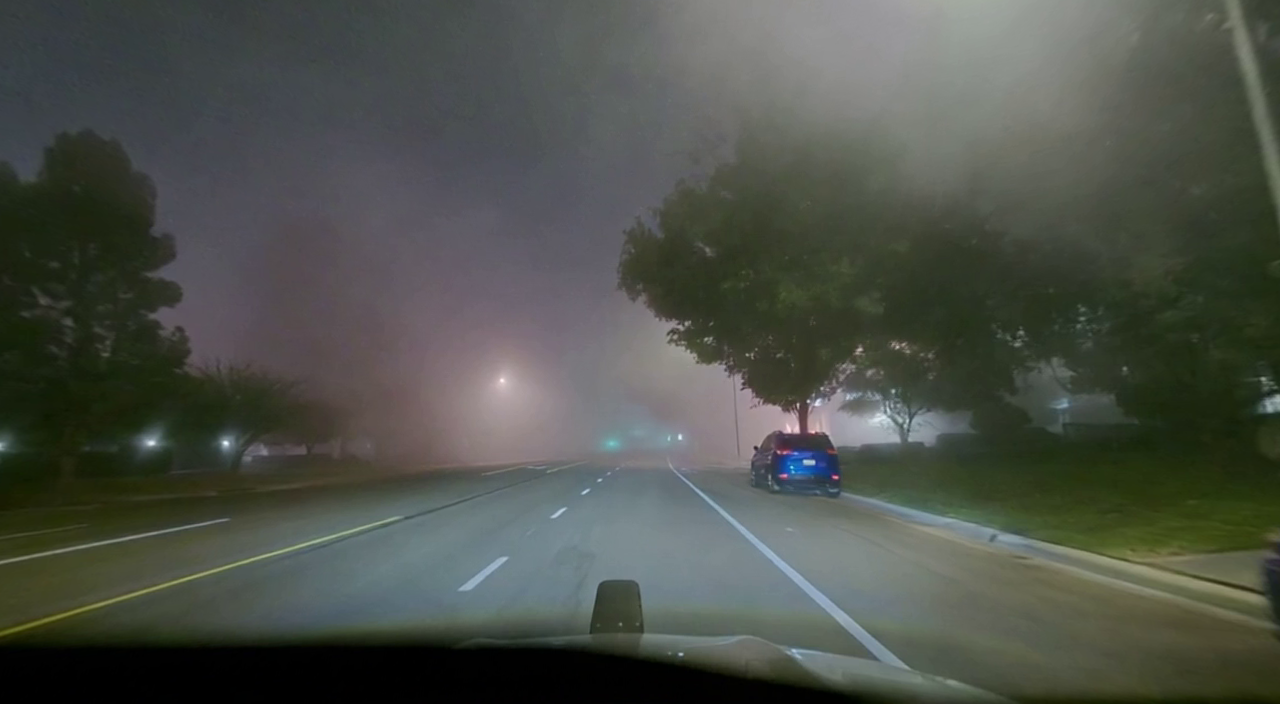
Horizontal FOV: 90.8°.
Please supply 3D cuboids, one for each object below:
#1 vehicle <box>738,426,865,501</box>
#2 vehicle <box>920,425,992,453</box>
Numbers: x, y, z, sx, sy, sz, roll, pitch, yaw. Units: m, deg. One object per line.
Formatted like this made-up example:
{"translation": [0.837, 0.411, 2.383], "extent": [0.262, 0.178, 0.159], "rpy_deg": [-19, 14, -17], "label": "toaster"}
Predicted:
{"translation": [4.358, 3.103, 17.968], "extent": [2.228, 1.814, 4.576], "rpy_deg": [0, -9, -2], "label": "vehicle"}
{"translation": [18.649, 5.187, 37.505], "extent": [1.826, 1.492, 4.417], "rpy_deg": [0, -8, -3], "label": "vehicle"}
